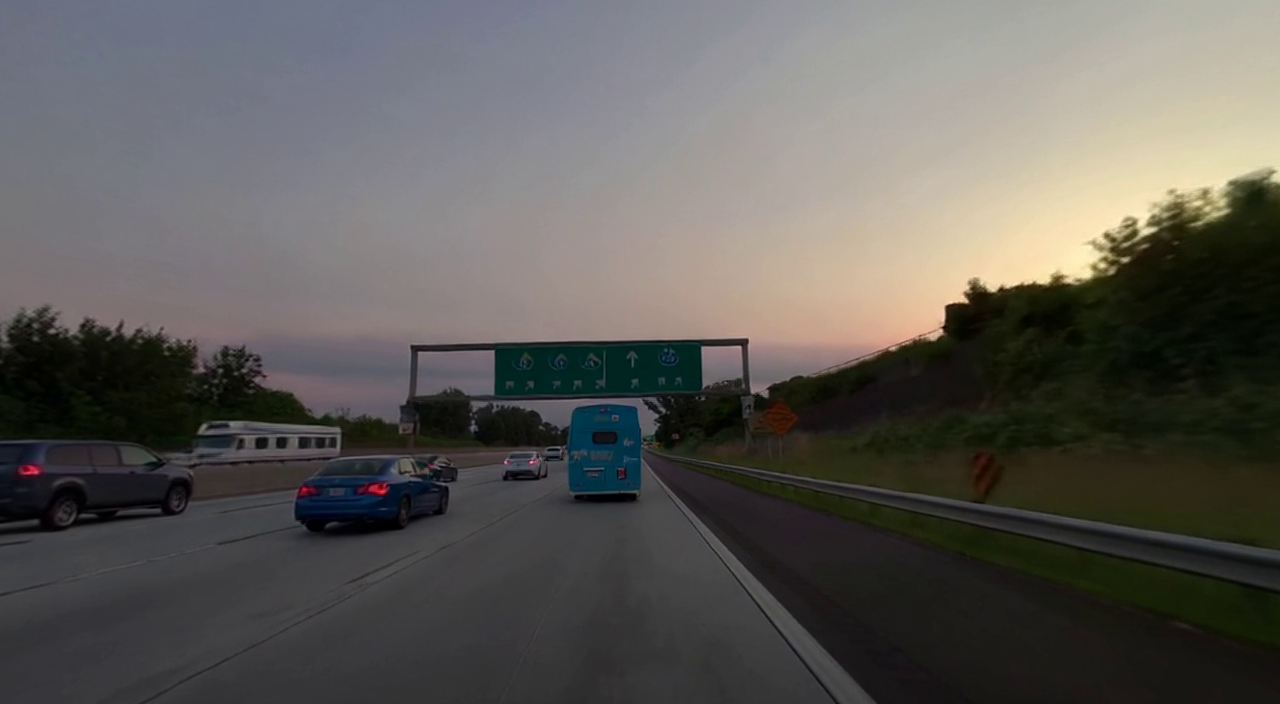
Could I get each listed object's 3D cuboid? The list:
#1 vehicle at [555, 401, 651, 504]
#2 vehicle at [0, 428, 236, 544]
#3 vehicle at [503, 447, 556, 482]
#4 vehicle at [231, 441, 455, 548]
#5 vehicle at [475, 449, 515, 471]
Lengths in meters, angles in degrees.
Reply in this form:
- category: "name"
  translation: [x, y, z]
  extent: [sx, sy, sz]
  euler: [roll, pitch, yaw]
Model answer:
- category: "vehicle"
  translation: [-0.967, 2.941, 18.538]
  extent: [2.394, 2.556, 5.232]
  euler: [0, -9, -1]
- category: "vehicle"
  translation: [-9.587, 2.242, 11.120]
  extent: [2.010, 1.621, 4.252]
  euler: [0, -9, 0]
- category: "vehicle"
  translation: [-5.009, 5.122, 28.939]
  extent: [1.872, 1.480, 3.545]
  euler: [0, -9, -1]
- category: "vehicle"
  translation: [-4.678, 2.274, 10.710]
  extent: [1.876, 1.438, 4.072]
  euler: [0, -9, -1]
- category: "vehicle"
  translation: [-10.088, 7.526, 44.103]
  extent: [1.886, 1.462, 4.084]
  euler: [0, -9, -1]
